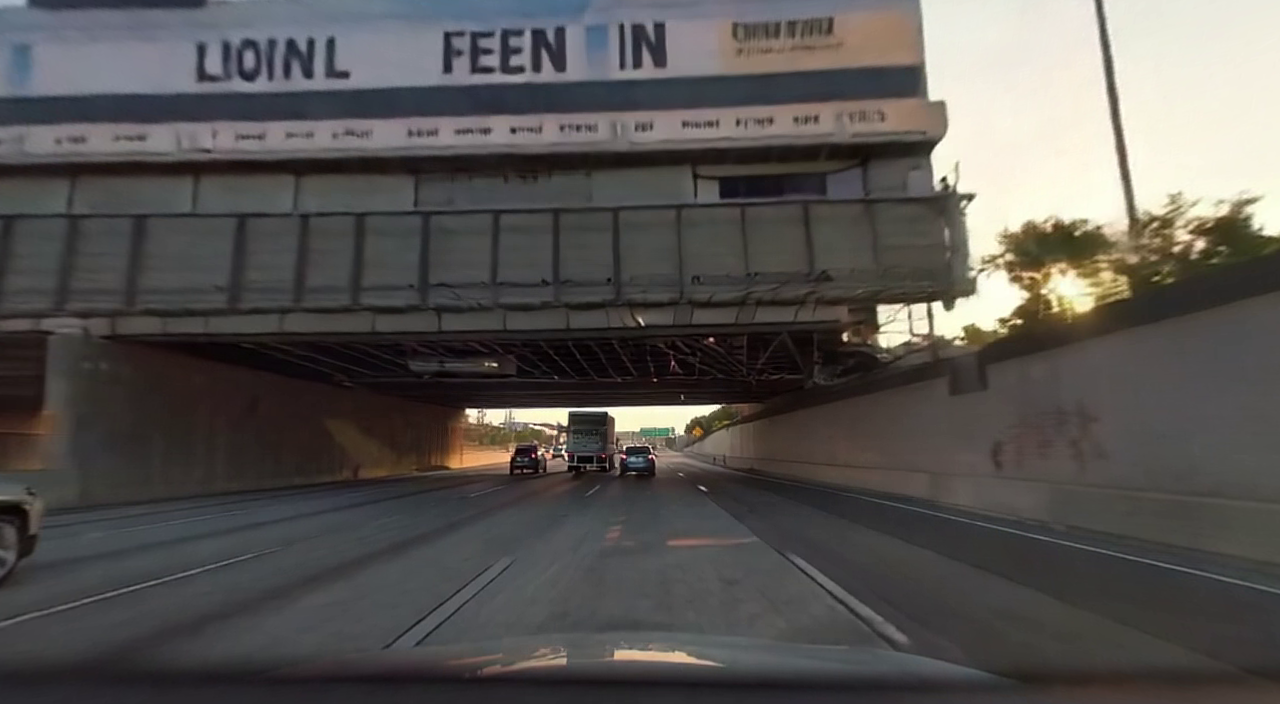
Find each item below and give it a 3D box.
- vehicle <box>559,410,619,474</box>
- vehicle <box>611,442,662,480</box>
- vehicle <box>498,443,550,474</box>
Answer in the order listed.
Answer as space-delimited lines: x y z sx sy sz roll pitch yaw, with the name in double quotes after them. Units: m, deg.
-2.930 5.563 38.832 2.794 3.460 8.595 0 -9 1 "vehicle"
-0.179 4.915 28.715 2.168 1.597 3.615 0 -9 -1 "vehicle"
-6.606 6.124 36.473 2.124 1.674 4.541 0 -9 1 "vehicle"
